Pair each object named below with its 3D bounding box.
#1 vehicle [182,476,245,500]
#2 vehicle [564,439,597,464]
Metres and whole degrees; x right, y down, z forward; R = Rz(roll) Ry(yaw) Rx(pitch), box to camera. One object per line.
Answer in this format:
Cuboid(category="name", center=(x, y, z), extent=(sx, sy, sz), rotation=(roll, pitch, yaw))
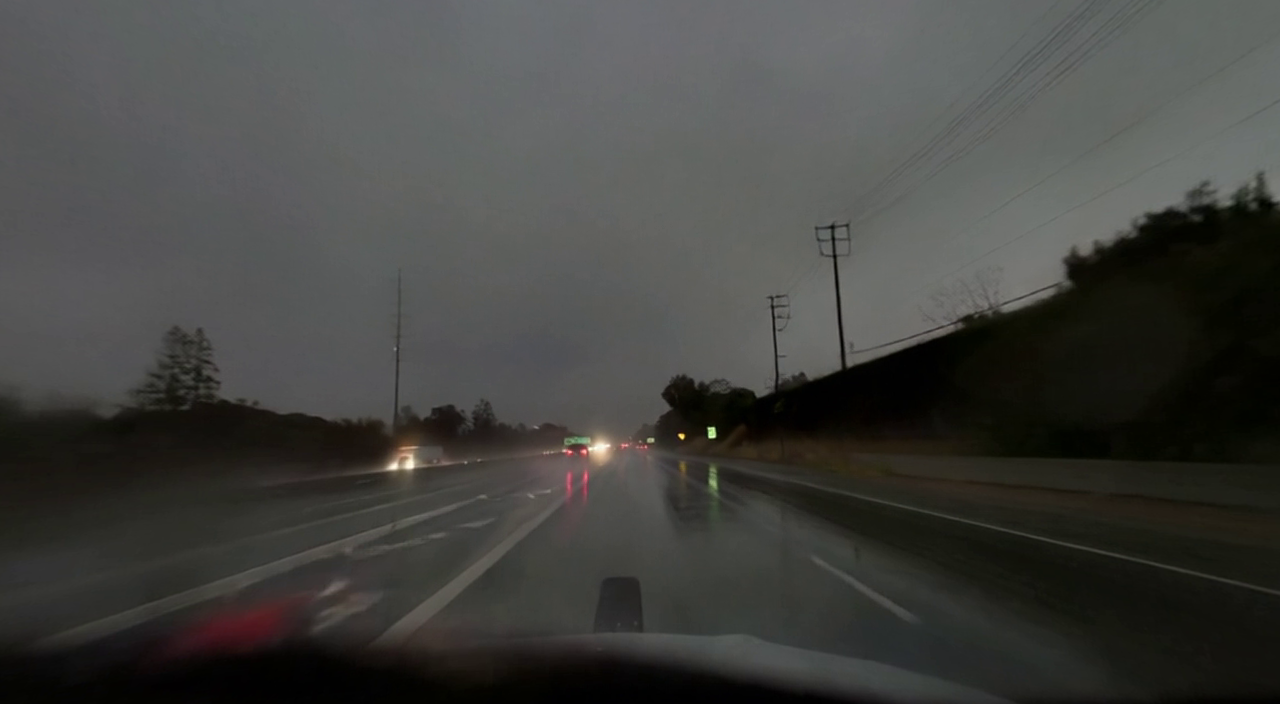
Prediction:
Cuboid(category="vehicle", center=(-33.174, 10.583, 49.269), extent=(1.801, 1.522, 4.587), rotation=(0, -8, -1))
Cuboid(category="vehicle", center=(-4.497, 7.611, 48.463), extent=(2.130, 1.823, 4.761), rotation=(0, -8, 0))
